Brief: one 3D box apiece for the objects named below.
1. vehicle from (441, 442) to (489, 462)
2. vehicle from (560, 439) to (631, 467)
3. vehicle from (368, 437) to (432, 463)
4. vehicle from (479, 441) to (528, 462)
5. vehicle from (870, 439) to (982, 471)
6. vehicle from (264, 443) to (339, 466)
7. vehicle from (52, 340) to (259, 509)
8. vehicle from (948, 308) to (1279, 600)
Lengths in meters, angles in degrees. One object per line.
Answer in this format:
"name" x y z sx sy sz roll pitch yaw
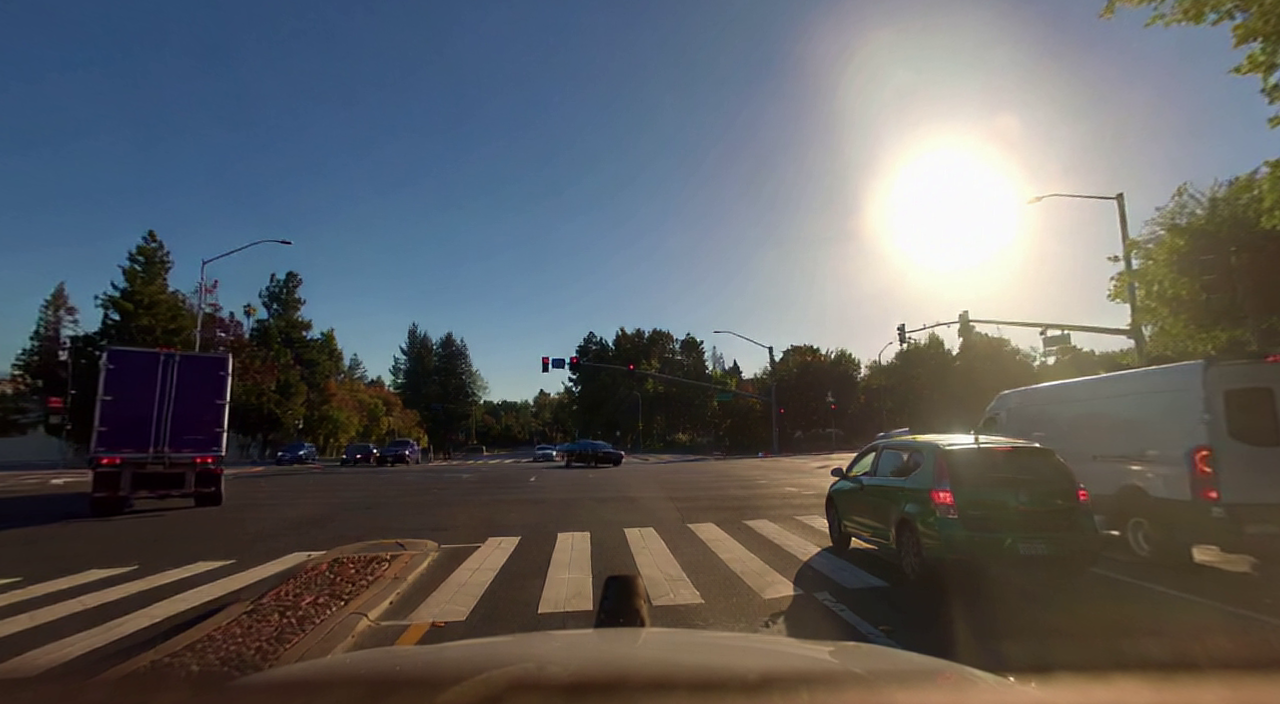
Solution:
"vehicle" -13.183 7.593 47.853 1.845 1.426 4.289 -1 -9 8
"vehicle" -2.709 5.974 37.485 2.086 1.487 4.846 5 -10 -32
"vehicle" -17.380 7.148 45.996 2.189 1.753 4.785 -1 -9 8
"vehicle" -10.145 7.466 47.388 2.097 1.484 4.596 -1 -9 7
"vehicle" 13.671 4.928 30.345 4.487 1.415 1.911 1 -9 -7
"vehicle" -21.829 6.641 40.992 1.859 1.415 4.591 -1 -9 8
"vehicle" -11.674 1.908 15.821 3.112 3.230 6.726 6 -10 -33
"vehicle" 6.546 1.250 8.072 2.332 2.511 5.326 0 -9 -2
